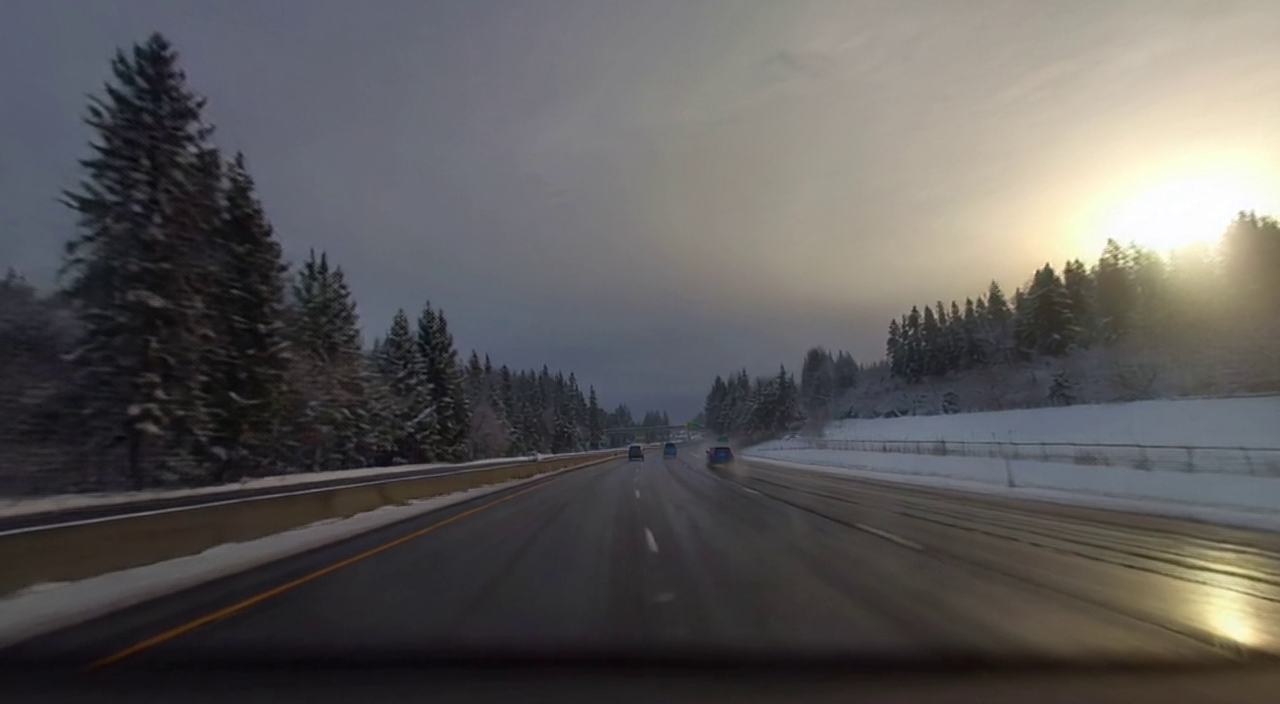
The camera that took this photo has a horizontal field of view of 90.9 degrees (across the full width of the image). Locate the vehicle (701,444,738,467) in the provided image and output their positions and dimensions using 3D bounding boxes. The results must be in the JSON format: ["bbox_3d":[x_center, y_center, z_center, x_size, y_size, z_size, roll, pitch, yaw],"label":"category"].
[{"bbox_3d":[5.735,7.554,45.877,2.175,1.574,3.943,0,-9,-1],"label":"vehicle"}]
